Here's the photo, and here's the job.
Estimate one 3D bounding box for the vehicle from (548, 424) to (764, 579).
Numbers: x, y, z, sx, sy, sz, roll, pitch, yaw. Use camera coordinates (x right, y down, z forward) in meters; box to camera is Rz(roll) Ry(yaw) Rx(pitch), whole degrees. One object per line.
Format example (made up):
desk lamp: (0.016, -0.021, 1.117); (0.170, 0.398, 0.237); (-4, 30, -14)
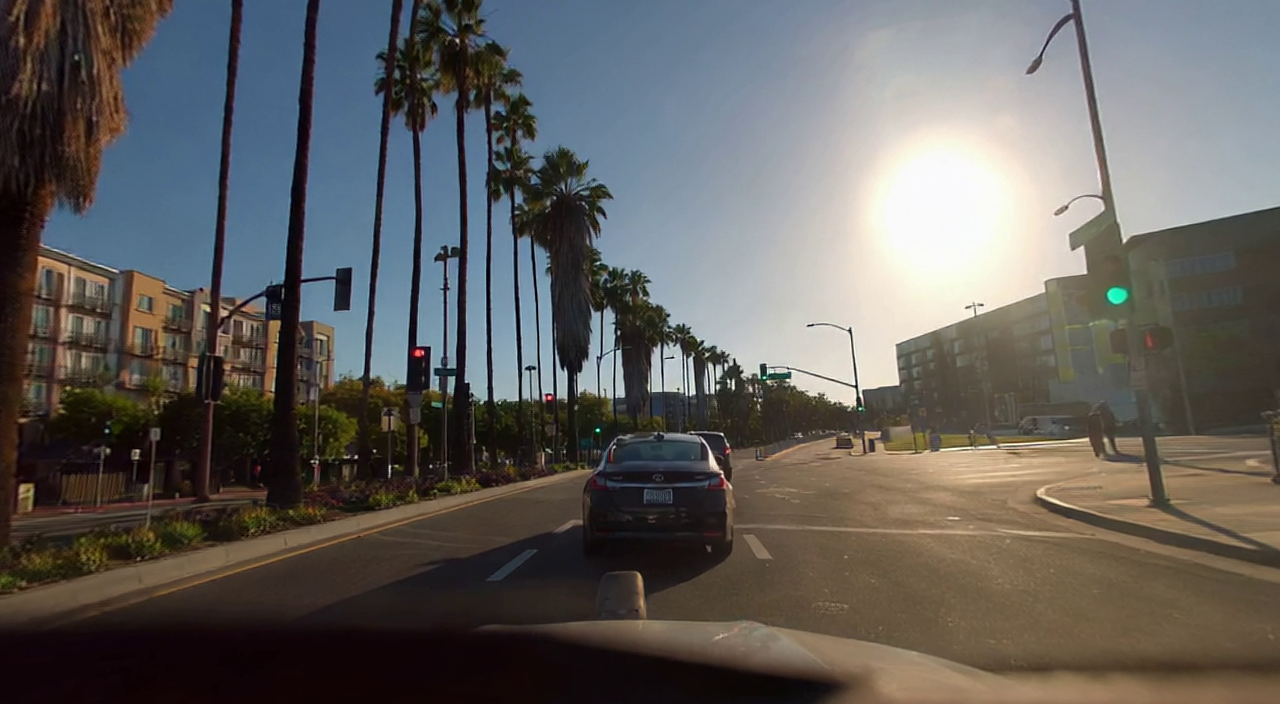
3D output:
vehicle: (0.189, 1.768, 8.260); (2.096, 1.492, 4.071); (0, -9, 1)
